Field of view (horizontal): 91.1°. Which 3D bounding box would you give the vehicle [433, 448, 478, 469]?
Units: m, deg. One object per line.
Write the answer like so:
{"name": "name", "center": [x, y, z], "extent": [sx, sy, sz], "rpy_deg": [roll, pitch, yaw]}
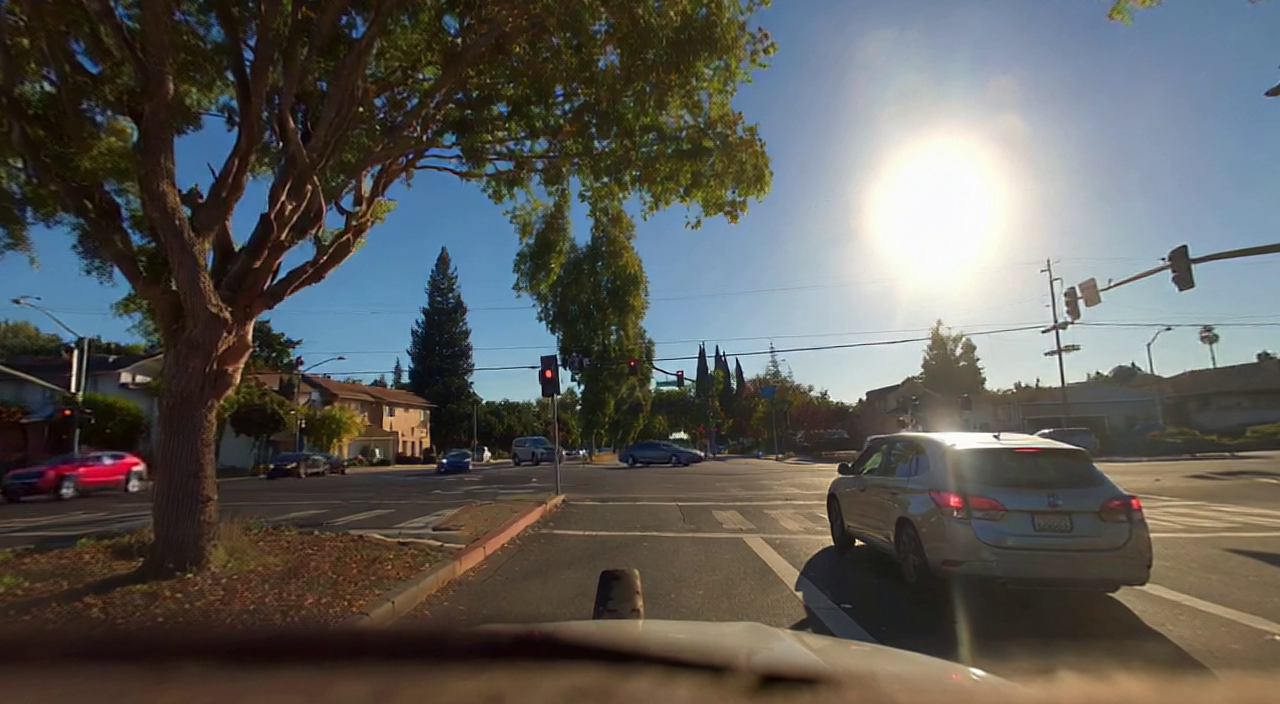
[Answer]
{"name": "vehicle", "center": [-12.228, 7.037, 41.769], "extent": [1.921, 1.304, 4.050], "rpy_deg": [0, -8, -3]}

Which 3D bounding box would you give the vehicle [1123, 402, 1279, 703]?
{"name": "vehicle", "center": [3.092, 0.658, 0.419], "extent": [1.990, 1.454, 4.490], "rpy_deg": [0, -8, 1]}

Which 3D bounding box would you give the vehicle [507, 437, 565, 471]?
{"name": "vehicle", "center": [-6.272, 6.016, 37.378], "extent": [2.276, 1.842, 4.958], "rpy_deg": [4, -9, -23]}

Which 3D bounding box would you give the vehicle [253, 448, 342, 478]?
{"name": "vehicle", "center": [-18.292, 5.910, 33.843], "extent": [2.203, 1.471, 4.723], "rpy_deg": [0, -8, -1]}

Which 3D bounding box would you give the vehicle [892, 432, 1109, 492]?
{"name": "vehicle", "center": [9.589, 2.964, 17.196], "extent": [4.719, 1.449, 2.026], "rpy_deg": [-2, -9, 16]}

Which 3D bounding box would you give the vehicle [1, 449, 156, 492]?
{"name": "vehicle", "center": [-21.668, 4.562, 24.544], "extent": [1.853, 1.456, 4.531], "rpy_deg": [0, -8, 0]}

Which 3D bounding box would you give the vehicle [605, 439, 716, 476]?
{"name": "vehicle", "center": [0.850, 4.771, 28.749], "extent": [5.017, 1.515, 2.006], "rpy_deg": [-8, -12, 44]}
